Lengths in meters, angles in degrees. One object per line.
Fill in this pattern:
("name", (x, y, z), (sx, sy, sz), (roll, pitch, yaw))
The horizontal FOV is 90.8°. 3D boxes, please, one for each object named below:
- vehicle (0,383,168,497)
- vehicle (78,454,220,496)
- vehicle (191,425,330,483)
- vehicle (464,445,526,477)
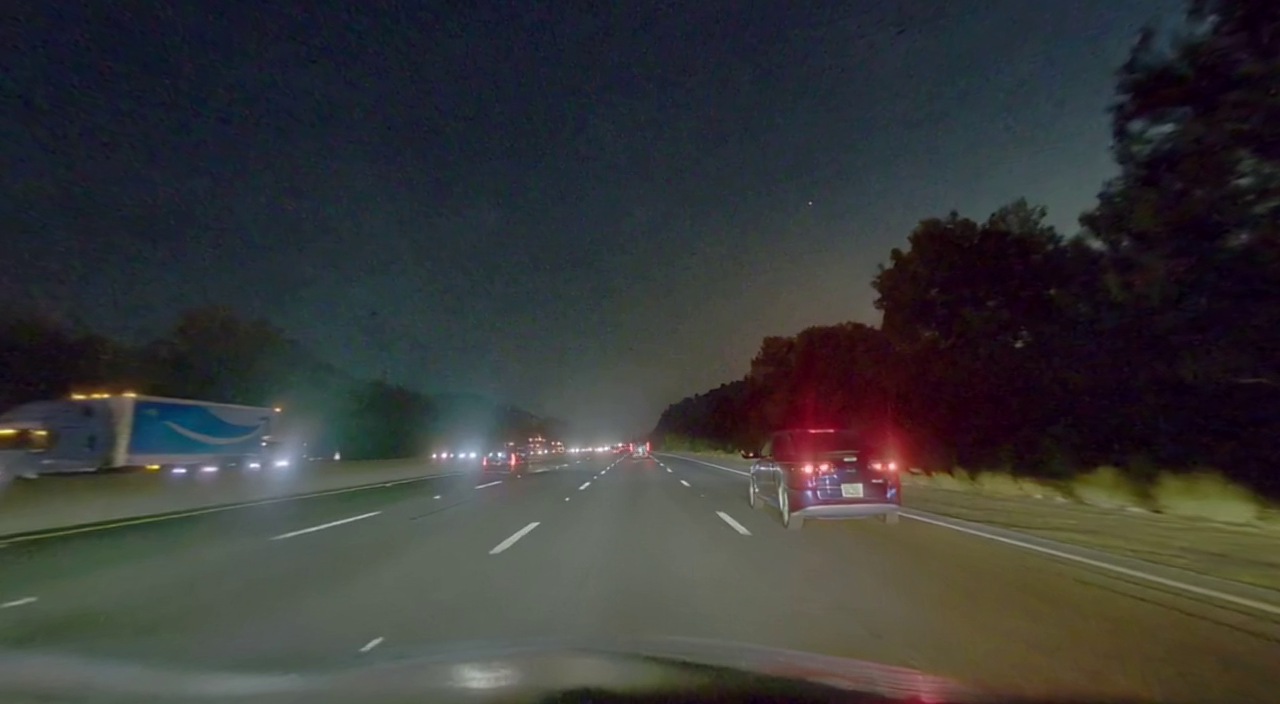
("vehicle", (-23.184, 3.348, 23.644), (2.971, 3.836, 10.249), (0, -9, 0))
("vehicle", (-19.201, 4.788, 25.003), (1.864, 1.454, 4.653), (0, -9, 0))
("vehicle", (-19.297, 5.249, 32.766), (2.640, 2.648, 7.188), (0, -9, 1))
("vehicle", (-7.244, 5.487, 31.991), (1.973, 1.494, 4.419), (0, -9, 1))
